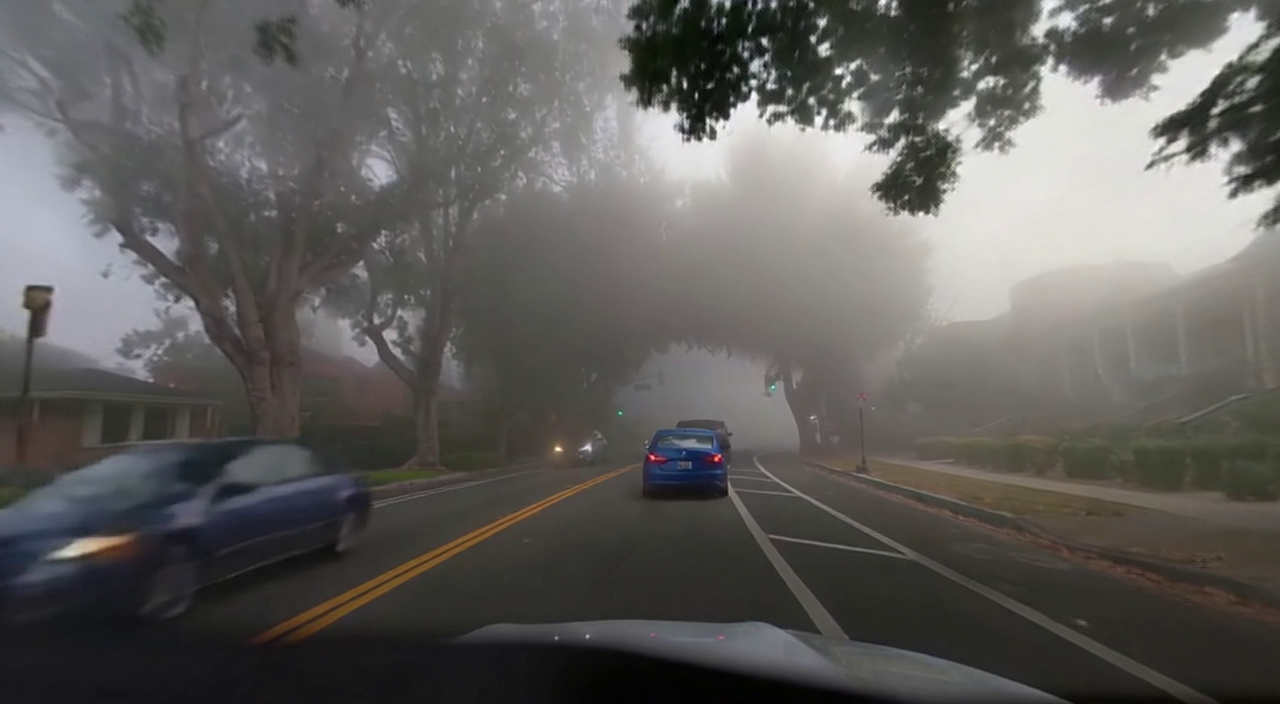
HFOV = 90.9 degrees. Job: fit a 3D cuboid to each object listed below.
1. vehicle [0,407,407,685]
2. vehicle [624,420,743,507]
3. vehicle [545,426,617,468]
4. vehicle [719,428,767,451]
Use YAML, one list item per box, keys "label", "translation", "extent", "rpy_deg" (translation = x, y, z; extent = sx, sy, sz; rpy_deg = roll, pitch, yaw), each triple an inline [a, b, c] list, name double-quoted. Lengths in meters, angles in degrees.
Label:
- label: "vehicle"
  translation: [-4.049, 1.363, 5.743]
  extent: [1.961, 1.498, 4.401]
  rpy_deg: [0, -8, 3]
- label: "vehicle"
  translation: [0.852, 2.222, 13.049]
  extent: [2.070, 1.516, 3.936]
  rpy_deg: [0, -8, 3]
- label: "vehicle"
  translation: [-2.482, 4.188, 27.958]
  extent: [2.082, 1.682, 4.623]
  rpy_deg: [-1, -8, 9]
- label: "vehicle"
  translation: [7.797, 6.597, 47.509]
  extent: [1.988, 1.601, 4.353]
  rpy_deg: [-5, -9, 33]
